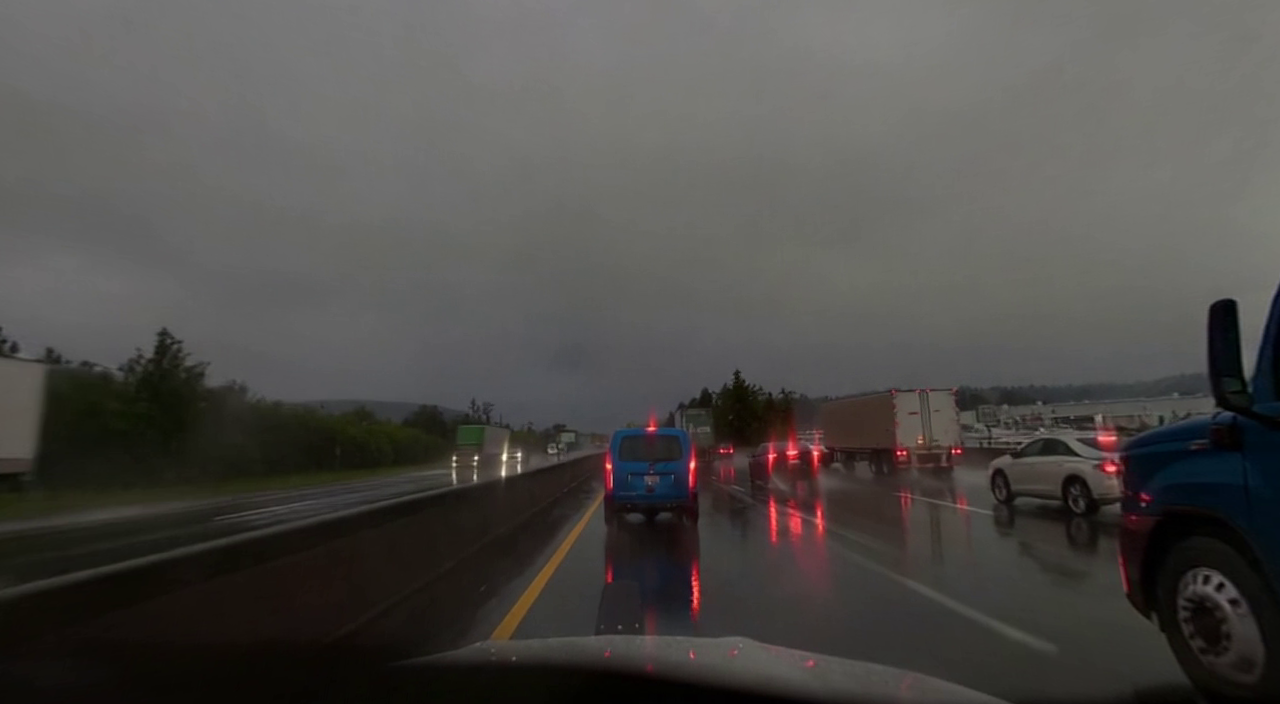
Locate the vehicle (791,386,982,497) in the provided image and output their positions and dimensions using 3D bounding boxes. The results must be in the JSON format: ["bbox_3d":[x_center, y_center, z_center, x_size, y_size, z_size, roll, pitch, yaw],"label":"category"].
[{"bbox_3d":[8.447,3.402,23.562,2.799,3.188,10.578,0,-9,0],"label":"vehicle"}]

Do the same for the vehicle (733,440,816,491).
[{"bbox_3d":[4.337,3.696,20.750,1.859,1.512,3.711,0,-9,-1],"label":"vehicle"}]

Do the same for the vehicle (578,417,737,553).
[{"bbox_3d":[0.260,1.928,9.588,1.965,1.664,3.428,-1,-9,2],"label":"vehicle"}]

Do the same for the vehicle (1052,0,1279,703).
[{"bbox_3d":[4.271,-0.260,1.010,2.987,3.877,5.881,0,-9,0],"label":"vehicle"}]
